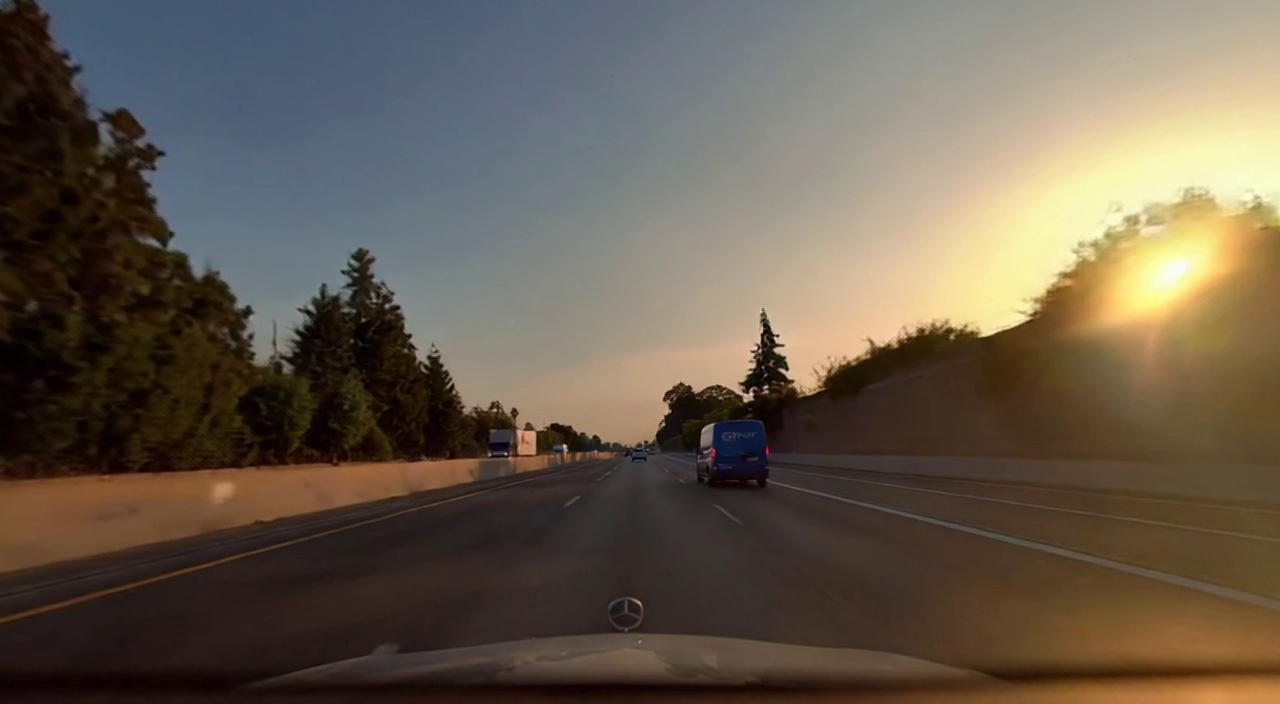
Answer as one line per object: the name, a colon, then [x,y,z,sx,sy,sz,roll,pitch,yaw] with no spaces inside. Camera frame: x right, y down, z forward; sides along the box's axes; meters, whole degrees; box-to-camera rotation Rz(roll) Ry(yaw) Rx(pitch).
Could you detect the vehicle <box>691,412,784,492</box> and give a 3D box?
vehicle: [3.411,3.726,23.549,2.373,2.561,5.922,0,-9,-2]
